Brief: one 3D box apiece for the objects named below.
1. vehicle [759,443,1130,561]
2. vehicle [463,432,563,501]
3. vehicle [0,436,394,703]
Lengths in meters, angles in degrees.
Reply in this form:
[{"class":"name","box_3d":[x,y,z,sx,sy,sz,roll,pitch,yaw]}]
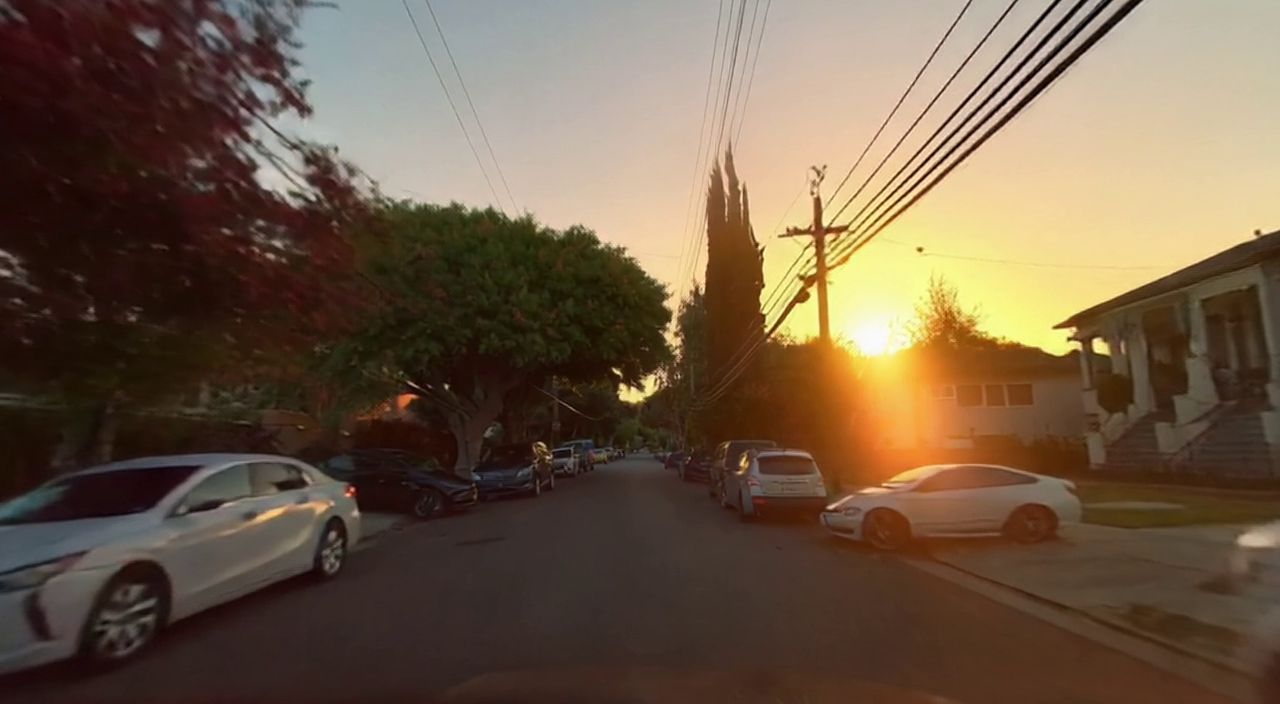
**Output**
[{"class":"vehicle","box_3d":[4.212,2.104,9.301,4.471,1.493,1.886,0,-8,-2]},{"class":"vehicle","box_3d":[-4.031,3.720,21.063,2.280,1.953,5.092,0,-8,0]},{"class":"vehicle","box_3d":[-4.163,1.576,5.719,1.988,1.541,4.686,0,-8,0]}]
